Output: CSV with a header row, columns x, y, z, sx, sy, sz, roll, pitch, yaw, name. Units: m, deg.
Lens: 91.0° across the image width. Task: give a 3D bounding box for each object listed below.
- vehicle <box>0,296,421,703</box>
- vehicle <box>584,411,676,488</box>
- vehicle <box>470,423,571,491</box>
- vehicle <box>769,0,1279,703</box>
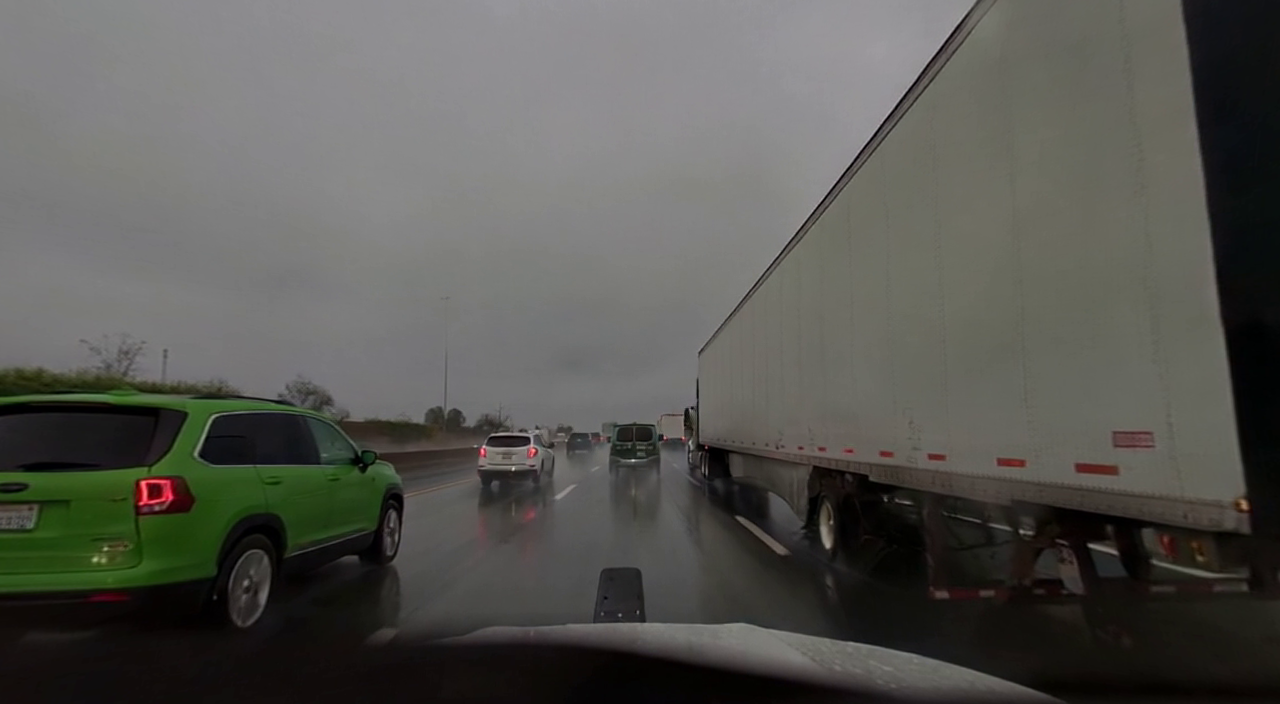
x,y,z,sx,sy,sz,roll,pitch,yaw,name
-3.408,0.985,4.100,2.193,1.803,4.958,0,-8,0,vehicle
-0.330,3.280,21.408,2.704,2.216,5.804,0,-8,-1,vehicle
-3.504,3.185,19.431,2.120,1.812,4.659,0,-8,1,vehicle
3.655,-0.317,2.732,2.852,4.121,16.210,0,-8,0,vehicle
